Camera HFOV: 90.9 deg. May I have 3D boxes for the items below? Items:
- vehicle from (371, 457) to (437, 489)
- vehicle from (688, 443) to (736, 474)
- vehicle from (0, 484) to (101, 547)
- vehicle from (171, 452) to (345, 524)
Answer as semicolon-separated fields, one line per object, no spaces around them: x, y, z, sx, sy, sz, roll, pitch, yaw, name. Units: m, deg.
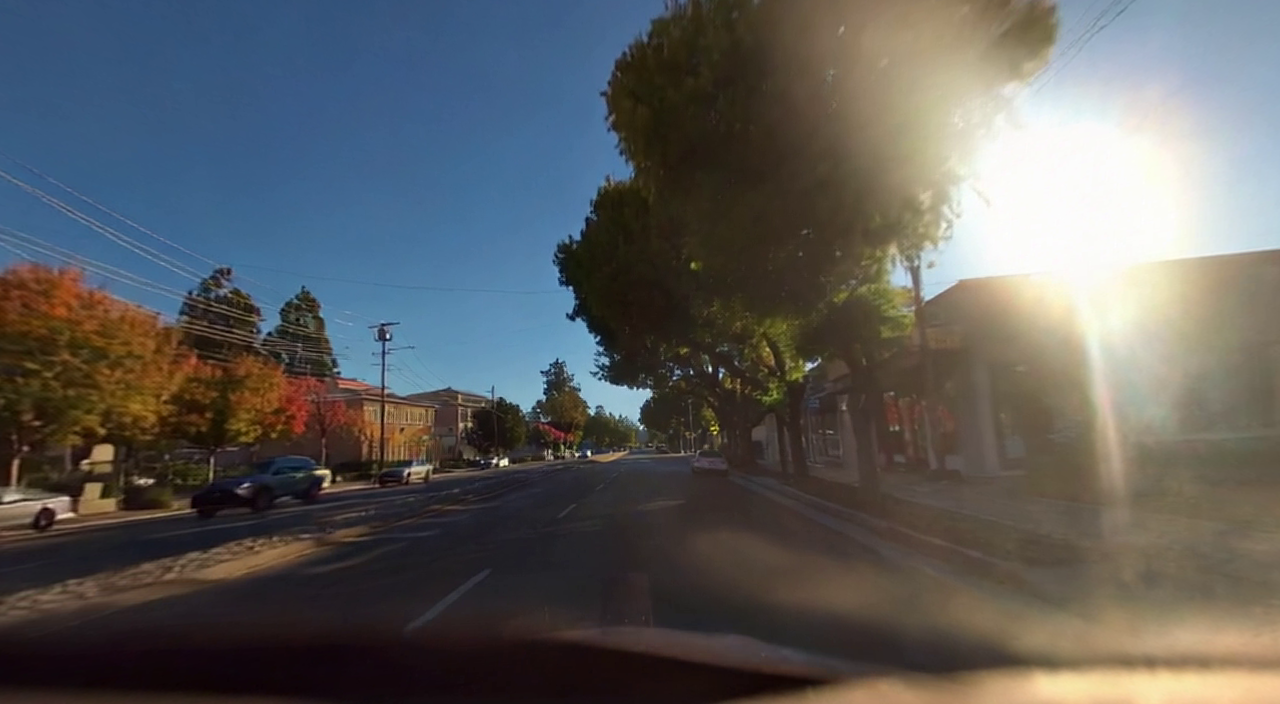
-13.718;7.046;36.978;1.915;1.505;4.726;-4;-9;3;vehicle
3.772;5.677;33.765;2.041;1.523;4.281;0;-9;0;vehicle
-17.808;4.480;17.115;1.902;1.484;4.908;-1;-9;2;vehicle
-11.125;3.936;18.902;2.079;1.812;4.757;0;-9;2;vehicle
